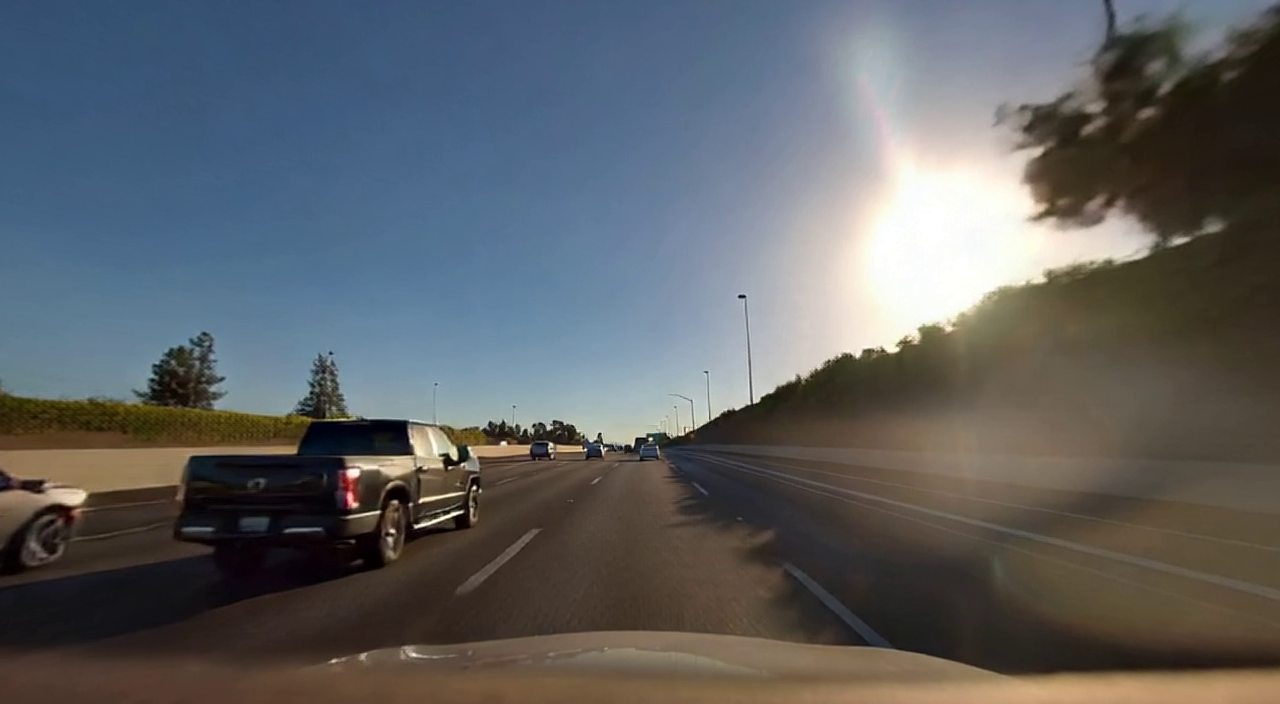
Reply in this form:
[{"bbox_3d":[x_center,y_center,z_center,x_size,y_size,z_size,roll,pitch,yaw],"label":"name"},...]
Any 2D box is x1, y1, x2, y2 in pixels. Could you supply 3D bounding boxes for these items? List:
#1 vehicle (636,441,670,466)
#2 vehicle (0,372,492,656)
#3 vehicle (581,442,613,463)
[{"bbox_3d":[0.801,6.475,40.539,2.073,1.480,4.343,0,-8,0],"label":"vehicle"},{"bbox_3d":[-3.195,1.368,6.493,2.124,1.787,4.830,-1,-8,0],"label":"vehicle"},{"bbox_3d":[-3.151,7.424,46.952,2.056,1.480,4.022,-1,-8,1],"label":"vehicle"}]
